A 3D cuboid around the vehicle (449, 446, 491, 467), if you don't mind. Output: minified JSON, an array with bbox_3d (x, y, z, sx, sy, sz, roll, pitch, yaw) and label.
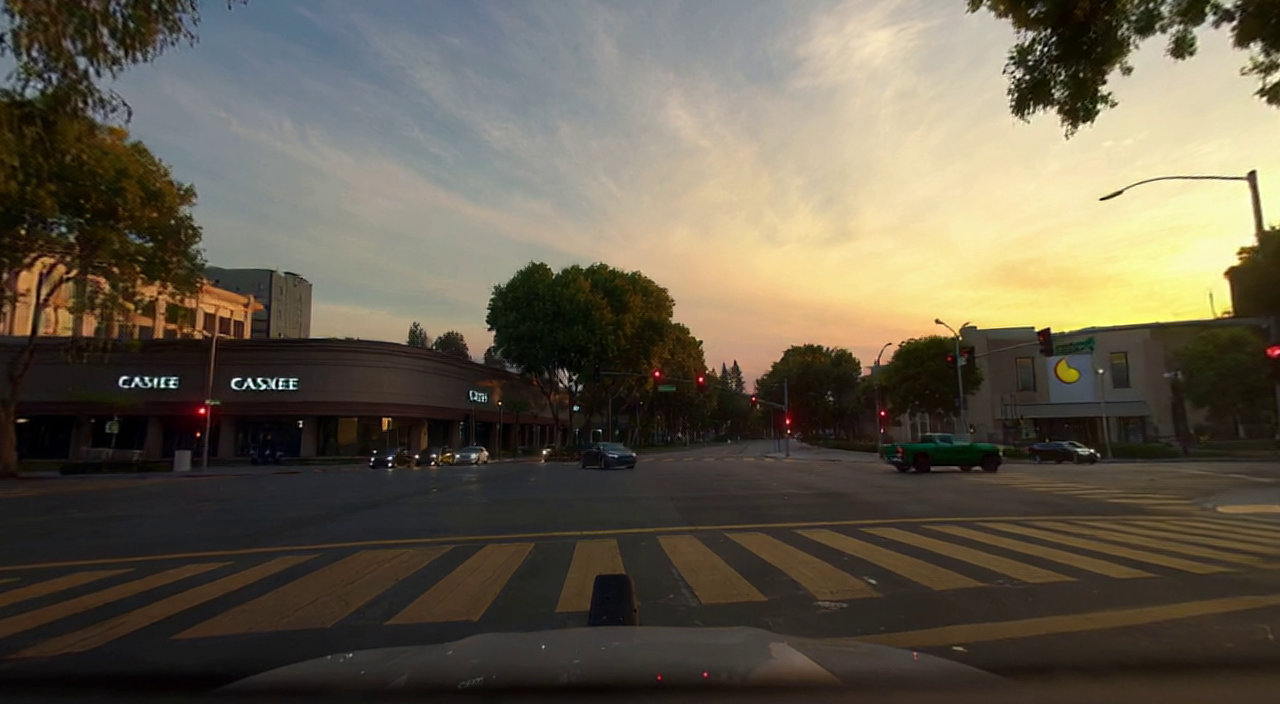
[{"bbox_3d":[-12.608,7.762,47.081,1.946,1.474,4.008,0,-9,0],"label":"vehicle"}]

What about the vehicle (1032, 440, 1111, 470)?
[{"bbox_3d":[26.361,6.272,38.574,4.541,1.731,2.007,5,-10,-28],"label":"vehicle"}]

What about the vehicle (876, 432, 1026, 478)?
[{"bbox_3d":[14.037,4.664,28.723,5.667,1.927,2.289,1,-9,-7],"label":"vehicle"}]

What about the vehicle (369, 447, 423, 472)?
[{"bbox_3d":[-16.249,7.146,42.250,1.883,1.586,4.297,0,-9,0],"label":"vehicle"}]

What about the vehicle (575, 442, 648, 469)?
[{"bbox_3d":[-1.700,5.946,36.467,1.879,1.464,4.457,7,-11,-39],"label":"vehicle"}]
